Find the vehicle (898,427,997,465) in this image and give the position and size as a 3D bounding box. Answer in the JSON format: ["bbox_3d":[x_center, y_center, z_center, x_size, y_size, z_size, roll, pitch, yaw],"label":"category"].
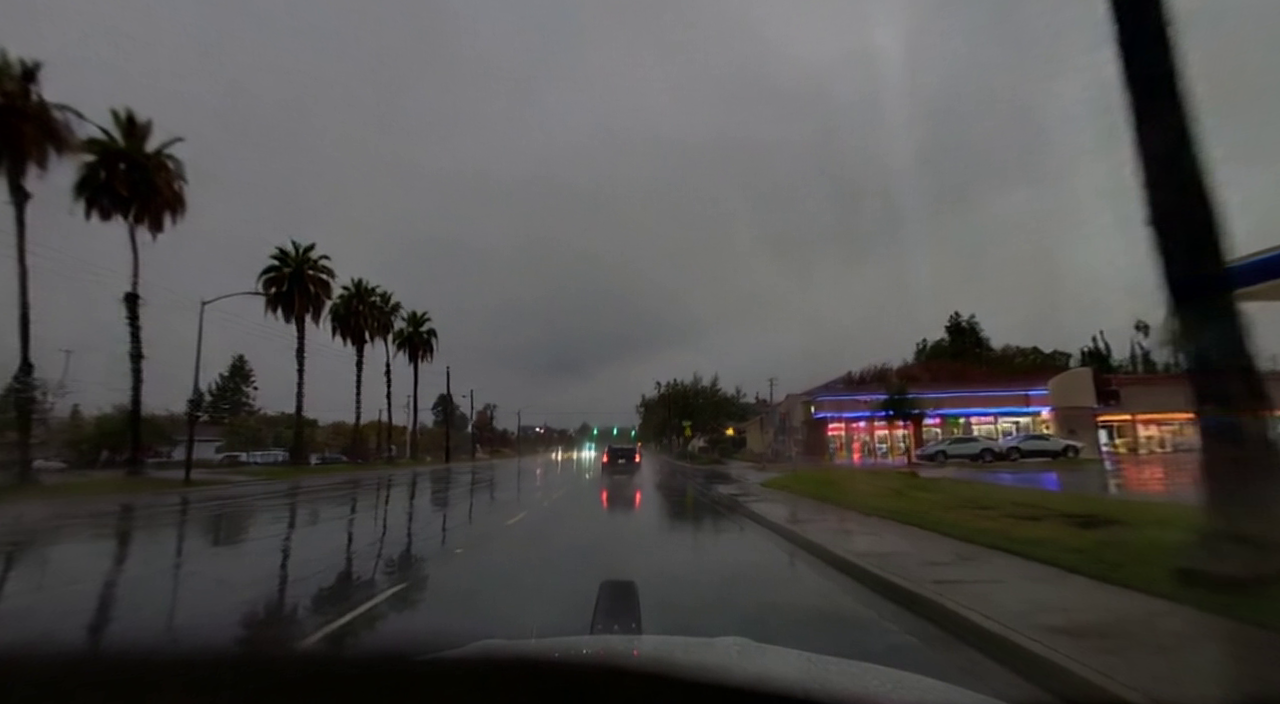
[{"bbox_3d":[18.536,5.700,38.244,4.747,2.178,2.336,1,-9,-2],"label":"vehicle"}]

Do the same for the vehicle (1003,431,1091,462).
[{"bbox_3d":[24.674,5.774,38.417,4.025,1.827,1.852,1,-9,-2],"label":"vehicle"}]

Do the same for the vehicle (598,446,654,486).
[{"bbox_3d":[-0.545,4.535,25.403,2.076,1.486,4.119,0,-9,-1],"label":"vehicle"}]
